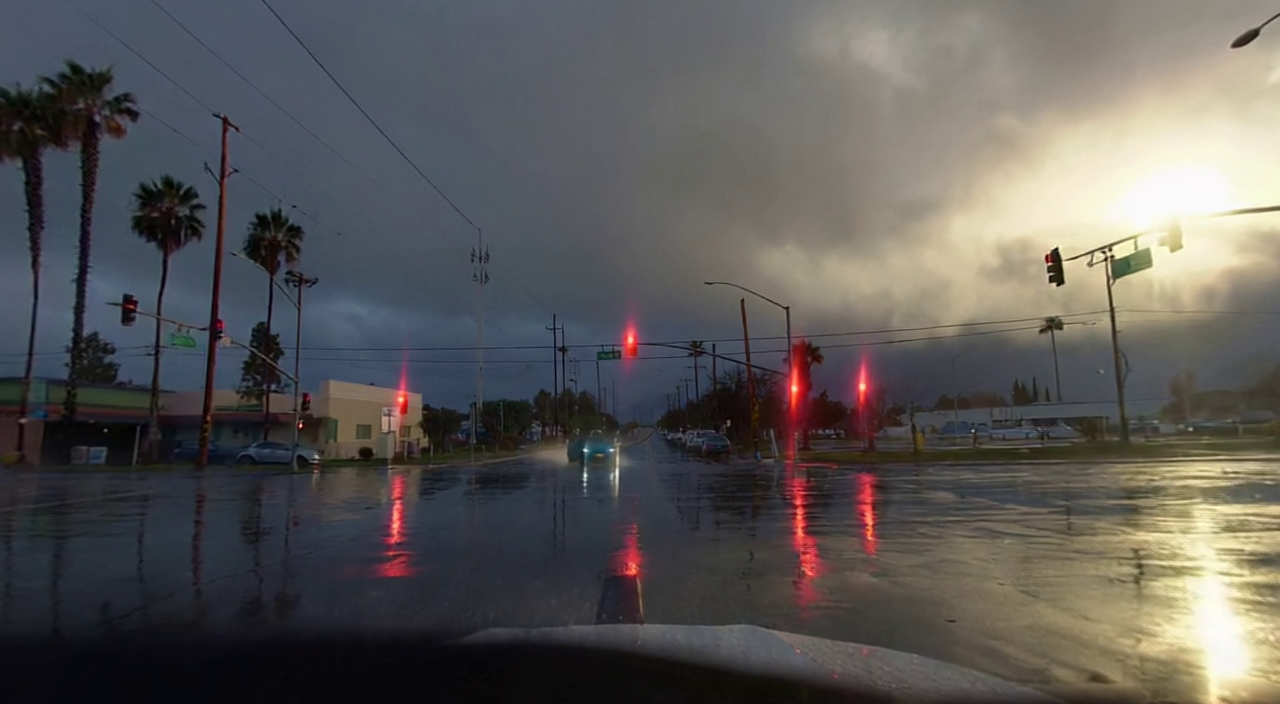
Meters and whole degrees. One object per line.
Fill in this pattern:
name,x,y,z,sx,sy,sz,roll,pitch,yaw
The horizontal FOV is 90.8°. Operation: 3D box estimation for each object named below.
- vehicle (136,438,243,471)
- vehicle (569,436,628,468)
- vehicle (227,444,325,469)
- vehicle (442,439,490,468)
vehicle,-25.911,5.920,36.457,4.613,1.820,2.021,-1,-9,3
vehicle,-2.230,5.110,32.515,2.223,1.490,5.094,2,-9,-12
vehicle,-22.299,6.422,38.842,4.849,1.444,1.881,0,-8,1
vehicle,-11.965,6.986,43.718,2.016,1.717,4.287,-2,-7,1
